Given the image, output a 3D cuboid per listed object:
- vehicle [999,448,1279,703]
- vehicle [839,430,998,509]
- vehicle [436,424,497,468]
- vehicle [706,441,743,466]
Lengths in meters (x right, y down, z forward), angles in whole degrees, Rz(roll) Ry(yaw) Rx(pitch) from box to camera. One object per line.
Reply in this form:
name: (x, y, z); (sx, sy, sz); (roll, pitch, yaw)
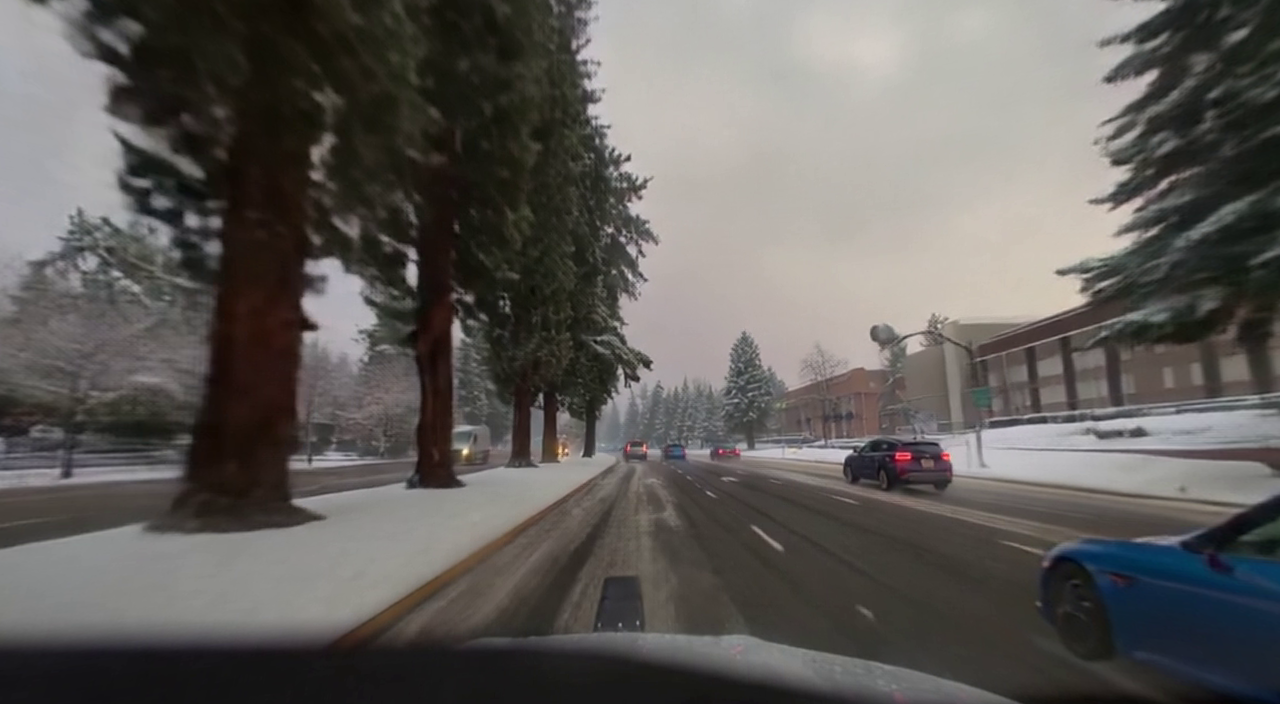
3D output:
vehicle: (3.371, 0.973, 1.918); (1.990, 1.347, 4.388); (0, -9, 0)
vehicle: (6.831, 2.919, 16.156); (1.987, 1.730, 4.373); (0, -9, -1)
vehicle: (-11.140, 6.099, 41.099); (2.300, 2.636, 5.986); (0, -9, -1)
vehicle: (6.055, 7.346, 45.846); (1.931, 1.685, 4.054); (0, -9, -3)
